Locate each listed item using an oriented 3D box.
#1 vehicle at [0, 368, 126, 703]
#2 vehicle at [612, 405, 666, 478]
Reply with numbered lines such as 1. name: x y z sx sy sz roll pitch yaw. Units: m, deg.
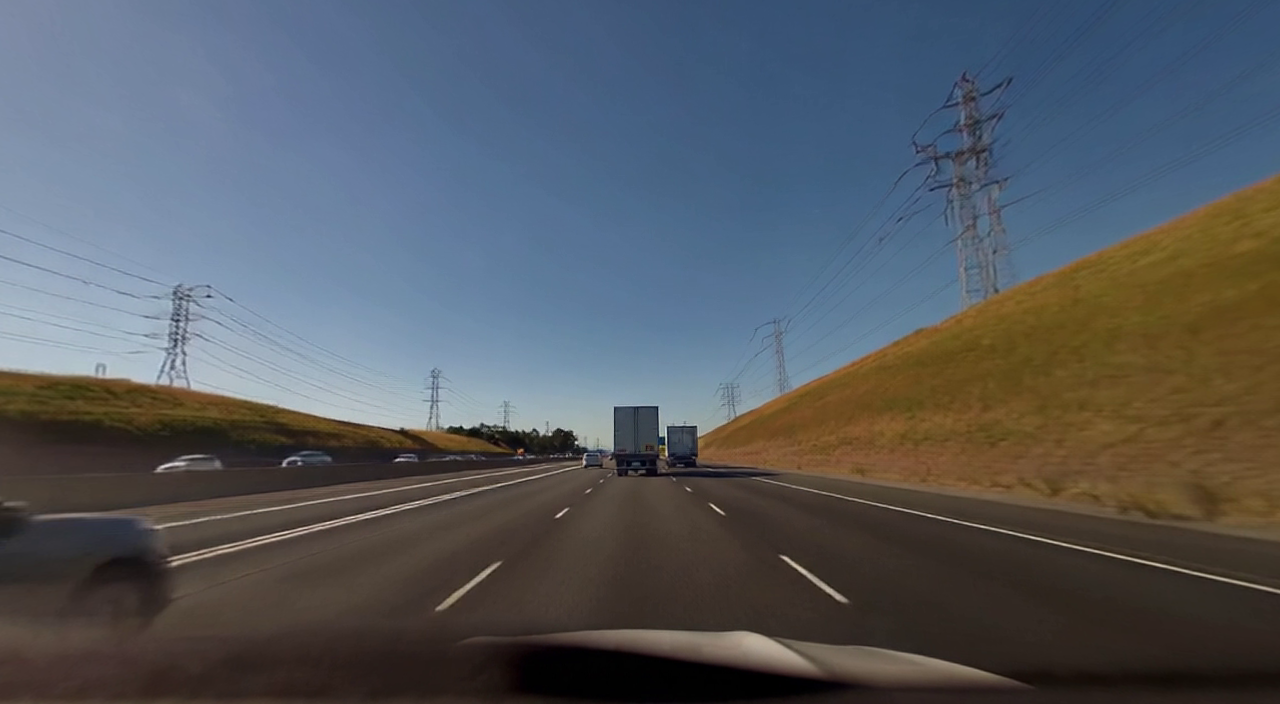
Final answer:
1. vehicle: -3.851 0.681 1.240 2.050 1.679 4.253 0 -9 0
2. vehicle: -0.073 5.786 40.455 2.985 4.025 10.982 0 -9 0
